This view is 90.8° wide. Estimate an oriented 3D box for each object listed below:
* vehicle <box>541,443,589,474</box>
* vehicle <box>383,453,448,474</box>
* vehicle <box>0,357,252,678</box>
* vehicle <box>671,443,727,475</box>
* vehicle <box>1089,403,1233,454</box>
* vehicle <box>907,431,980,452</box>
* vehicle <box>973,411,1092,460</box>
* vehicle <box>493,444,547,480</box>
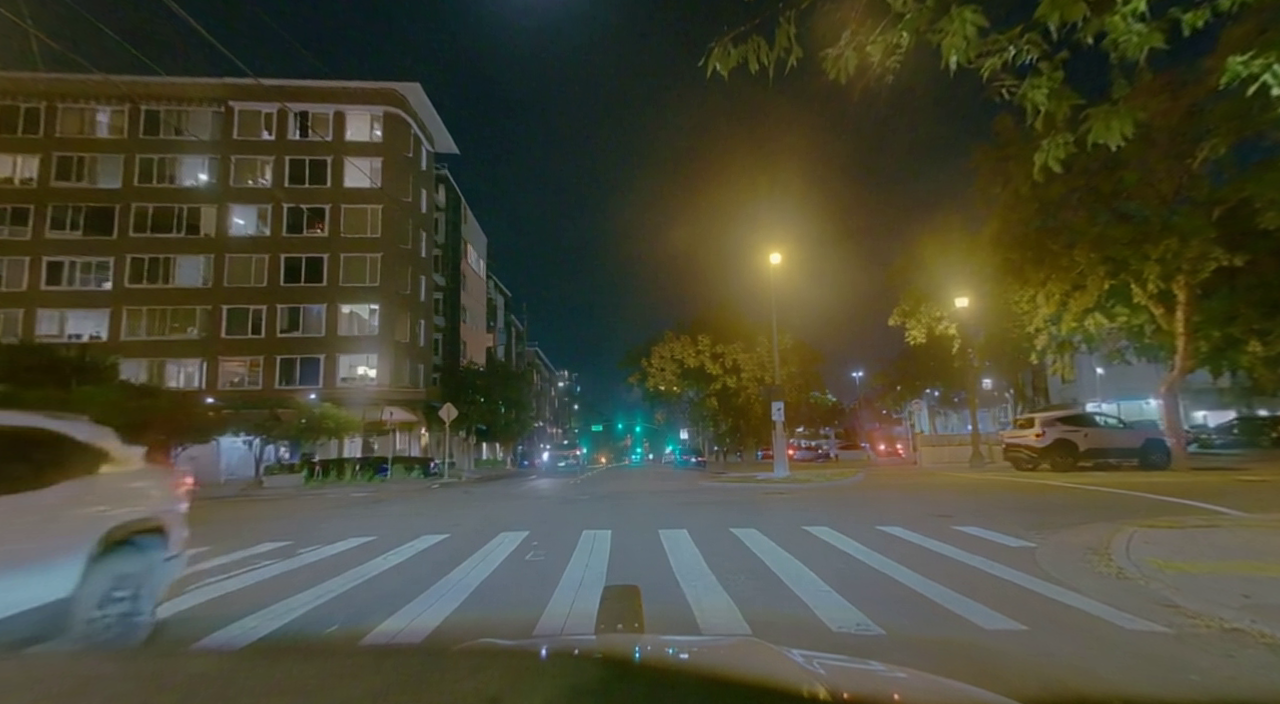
[{"bbox_3d":[-4.425,6.348,37.951,2.102,1.768,4.290,-1,-8,3],"label":"vehicle"},{"bbox_3d":[-16.895,8.382,47.647,4.203,1.544,1.889,0,-8,1],"label":"vehicle"},{"bbox_3d":[-5.008,0.958,3.078,2.395,1.865,5.982,-5,-9,1],"label":"vehicle"},{"bbox_3d":[3.191,5.676,33.728,1.942,1.603,3.785,-4,-9,22],"label":"vehicle"},{"bbox_3d":[22.315,3.398,27.433,2.137,1.962,4.988,-1,-9,3],"label":"vehicle"},{"bbox_3d":[23.033,6.817,48.078,4.528,1.475,2.070,-1,-8,3],"label":"vehicle"},{"bbox_3d":[16.753,3.654,27.288,2.041,1.921,4.574,0,-9,-2],"label":"vehicle"},{"bbox_3d":[-7.601,7.013,40.567,2.193,1.814,5.061,-9,-9,0],"label":"vehicle"}]
